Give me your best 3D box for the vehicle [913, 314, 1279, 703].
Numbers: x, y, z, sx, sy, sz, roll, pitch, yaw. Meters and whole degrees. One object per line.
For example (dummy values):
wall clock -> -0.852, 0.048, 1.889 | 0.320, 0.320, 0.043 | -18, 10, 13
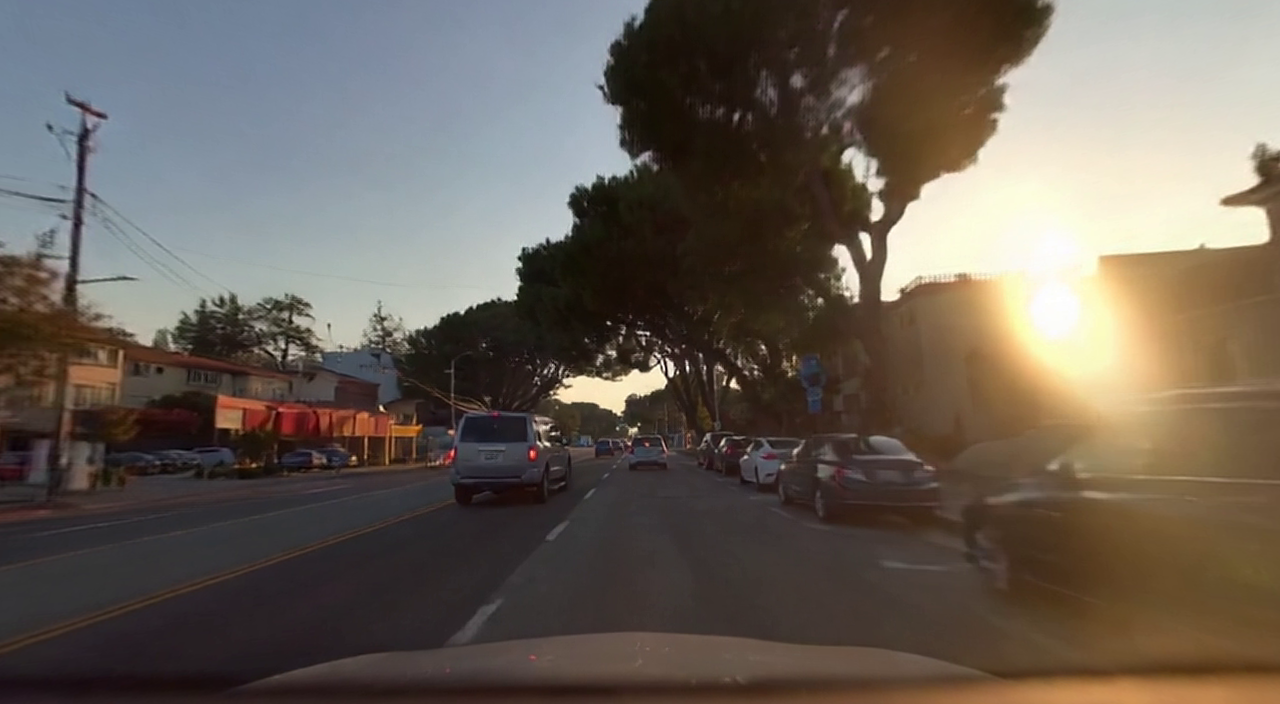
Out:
vehicle -> 3.848, 0.864, 3.319 | 2.081, 1.888, 5.986 | 0, -8, -1

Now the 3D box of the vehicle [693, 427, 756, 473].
vehicle -> 3.711, 4.405, 28.541 | 2.090, 1.861, 4.805 | 0, -8, -1

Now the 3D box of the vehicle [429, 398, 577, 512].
vehicle -> -2.835, 2.310, 14.493 | 2.213, 2.123, 5.124 | 0, -8, 0

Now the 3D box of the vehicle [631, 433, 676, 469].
vehicle -> 0.614, 4.929, 31.583 | 2.126, 1.657, 4.132 | 0, -8, 0

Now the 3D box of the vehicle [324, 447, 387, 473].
vehicle -> -19.595, 7.448, 43.781 | 1.911, 1.638, 5.028 | 0, -8, 1

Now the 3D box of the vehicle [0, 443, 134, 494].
vehicle -> -23.915, 4.690, 25.679 | 4.791, 1.928, 2.144 | 0, -8, 0

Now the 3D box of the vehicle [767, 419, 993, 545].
vehicle -> 3.586, 2.017, 10.501 | 1.931, 1.625, 4.409 | 0, -8, -1

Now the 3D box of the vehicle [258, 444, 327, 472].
vehicle -> -24.913, 7.584, 45.531 | 2.095, 1.862, 5.261 | 0, -8, -2
